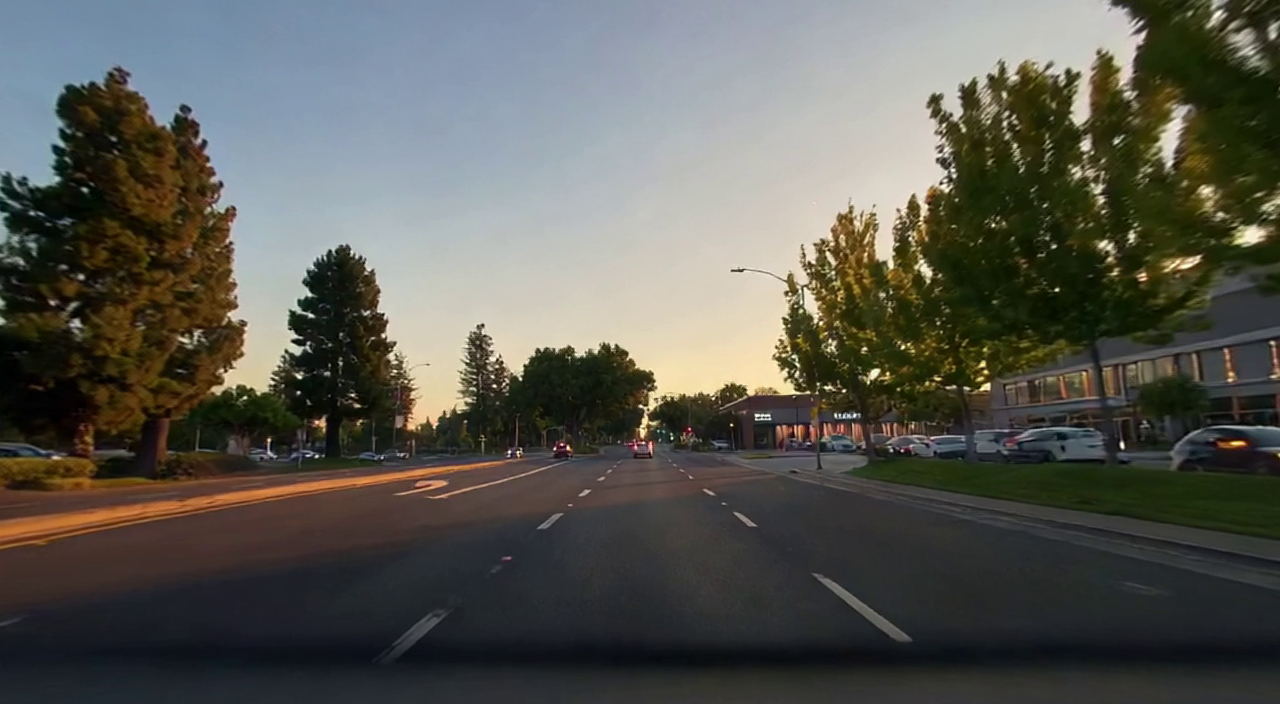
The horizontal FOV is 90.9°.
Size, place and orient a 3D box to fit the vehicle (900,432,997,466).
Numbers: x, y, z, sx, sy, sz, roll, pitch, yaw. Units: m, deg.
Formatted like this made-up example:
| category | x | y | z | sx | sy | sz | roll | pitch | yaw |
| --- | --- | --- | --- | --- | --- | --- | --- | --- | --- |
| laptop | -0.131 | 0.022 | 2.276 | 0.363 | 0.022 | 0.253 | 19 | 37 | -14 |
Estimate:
| category | x | y | z | sx | sy | sz | roll | pitch | yaw |
| --- | --- | --- | --- | --- | --- | --- | --- | --- | --- |
| vehicle | 17.189 | 5.394 | 35.257 | 4.362 | 1.455 | 1.816 | -5 | -7 | 0 |

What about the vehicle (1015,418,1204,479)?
| category | x | y | z | sx | sy | sz | roll | pitch | yaw |
| --- | --- | --- | --- | --- | --- | --- | --- | --- | --- |
| vehicle | 16.052 | 3.311 | 21.786 | 4.749 | 1.785 | 2.137 | -2 | -7 | 0 |

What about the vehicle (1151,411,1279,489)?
| category | x | y | z | sx | sy | sz | roll | pitch | yaw |
| --- | --- | --- | --- | --- | --- | --- | --- | --- | --- |
| vehicle | 17.350 | 2.680 | 17.796 | 1.929 | 1.943 | 4.538 | -2 | -7 | 0 |
